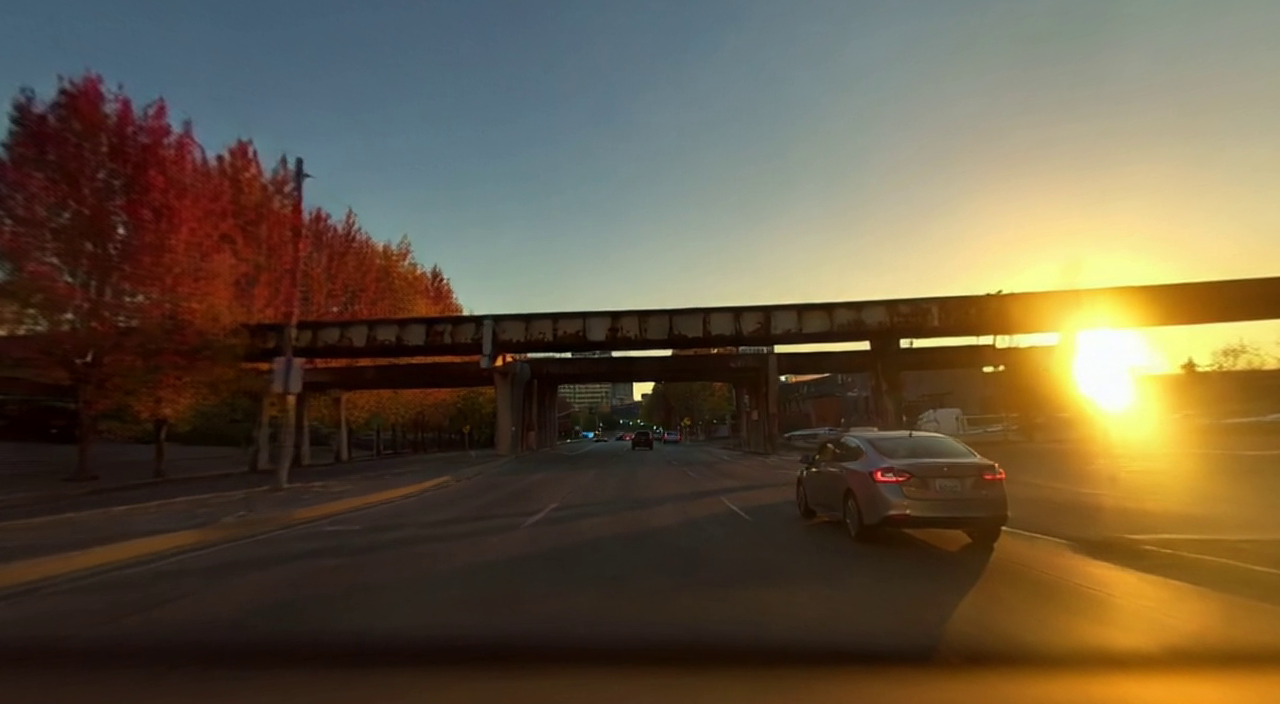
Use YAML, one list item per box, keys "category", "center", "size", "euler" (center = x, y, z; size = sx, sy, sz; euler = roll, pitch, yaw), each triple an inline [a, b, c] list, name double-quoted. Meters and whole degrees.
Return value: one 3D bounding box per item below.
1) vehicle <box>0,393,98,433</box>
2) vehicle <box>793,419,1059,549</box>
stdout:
- category: "vehicle"
  center: [-37.243, 3.762, 38.195]
  size: [2.256, 2.170, 6.436]
  euler: [-1, -8, 9]
- category: "vehicle"
  center: [4.001, 1.932, 9.874]
  size: [2.063, 1.542, 4.420]
  euler: [0, -9, 0]
